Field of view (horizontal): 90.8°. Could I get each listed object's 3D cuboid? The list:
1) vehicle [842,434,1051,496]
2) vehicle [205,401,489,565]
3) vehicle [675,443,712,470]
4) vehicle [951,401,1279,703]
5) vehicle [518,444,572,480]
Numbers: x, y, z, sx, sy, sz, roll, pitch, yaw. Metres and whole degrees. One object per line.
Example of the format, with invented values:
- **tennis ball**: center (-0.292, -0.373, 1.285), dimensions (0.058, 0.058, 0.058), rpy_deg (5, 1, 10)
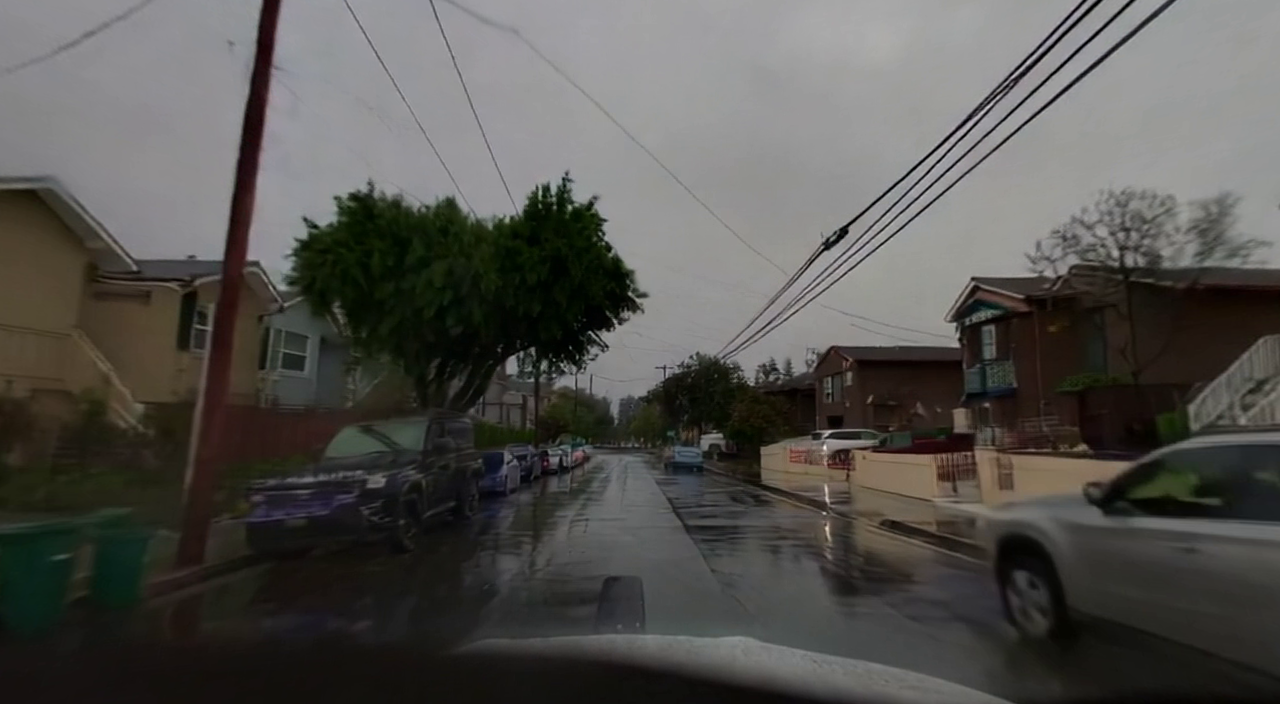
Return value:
- **vehicle**: center (8.021, 2.972, 16.836), dimensions (4.594, 1.512, 1.824), rpy_deg (0, -8, -2)
- **vehicle**: center (-4.011, 1.898, 9.927), dimensions (2.057, 1.887, 5.053), rpy_deg (0, -8, -1)
- **vehicle**: center (3.234, 6.397, 38.809), dimensions (1.916, 1.587, 3.986), rpy_deg (0, -9, 0)
- **vehicle**: center (3.539, 1.009, 2.770), dimensions (2.019, 1.536, 4.405), rpy_deg (0, -9, -1)
- **vehicle**: center (-4.238, 4.944, 28.749), dimensions (1.745, 1.490, 4.304), rpy_deg (0, -8, 0)
